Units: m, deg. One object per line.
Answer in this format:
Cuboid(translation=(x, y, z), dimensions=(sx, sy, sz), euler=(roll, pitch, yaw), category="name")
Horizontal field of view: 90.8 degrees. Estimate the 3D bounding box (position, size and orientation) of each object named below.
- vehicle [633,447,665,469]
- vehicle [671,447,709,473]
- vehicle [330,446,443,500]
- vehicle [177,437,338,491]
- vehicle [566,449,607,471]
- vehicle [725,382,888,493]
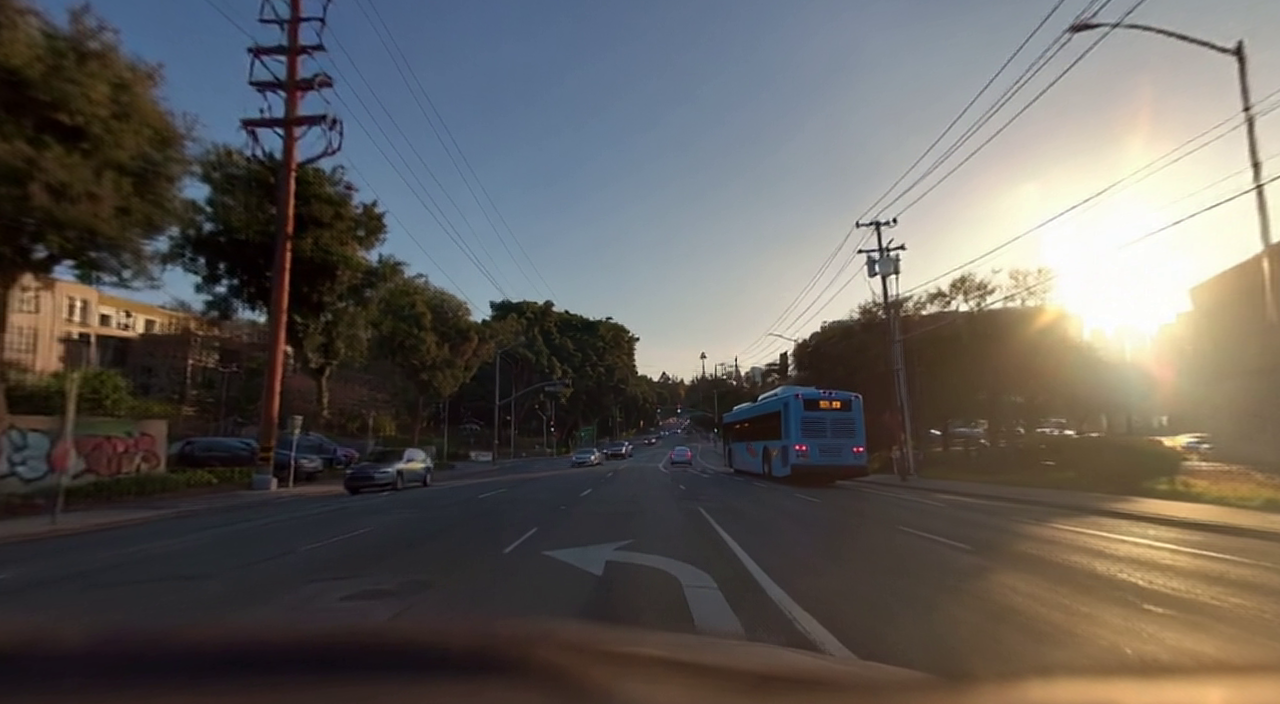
Cuboid(translation=(0.583, 7.521, 44.902), dimensions=(2.016, 1.464, 4.089), euler=(0, -8, -2), category="vehicle")
Cuboid(translation=(2.976, 6.533, 38.605), dimensions=(1.961, 1.470, 4.196), euler=(0, -8, 0), category="vehicle")
Cuboid(translation=(-8.592, 4.097, 21.927), dimensions=(2.017, 1.659, 4.405), euler=(0, -8, 1), category="vehicle")
Cuboid(translation=(-14.393, 4.233, 24.096), dimensions=(4.719, 1.903, 2.051), euler=(1, -8, -9), category="vehicle")
Cuboid(translation=(-3.665, 7.532, 44.296), dimensions=(1.915, 1.452, 4.654), euler=(-1, -8, 8), category="vehicle")
Cuboid(translation=(6.017, 3.557, 25.933), dimensions=(3.045, 3.447, 12.604), euler=(0, -8, -1), category="vehicle")
